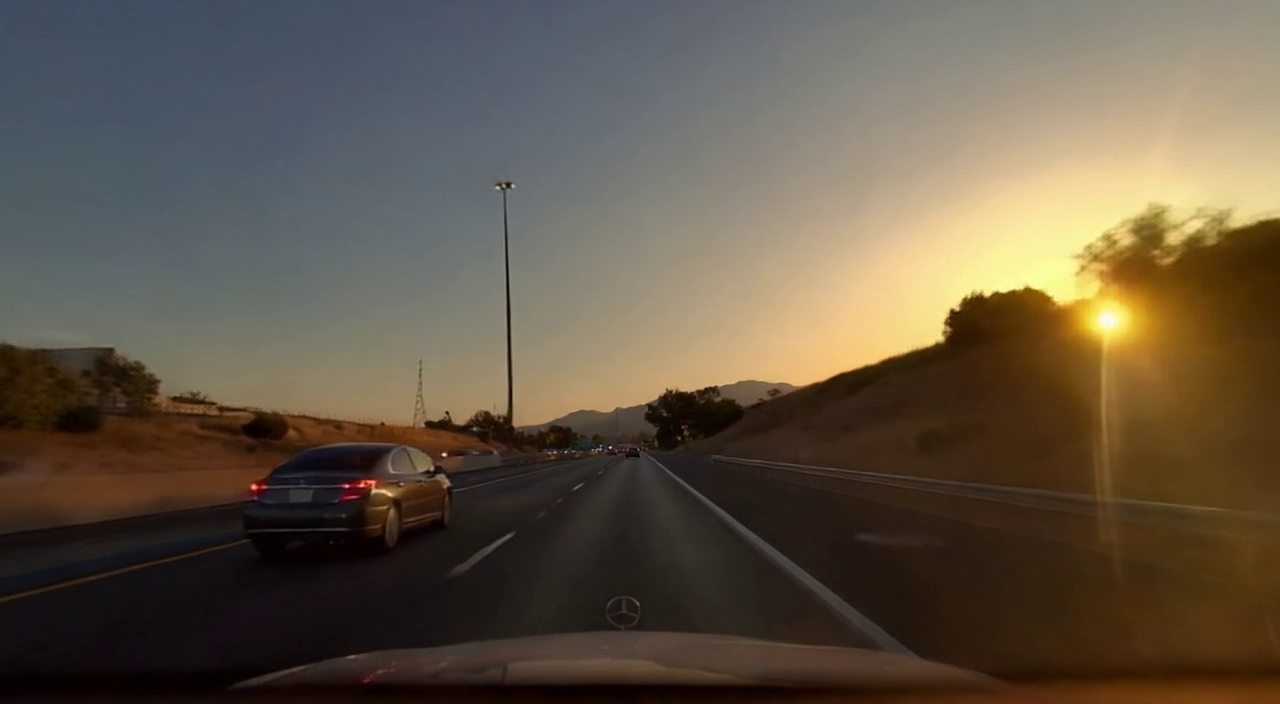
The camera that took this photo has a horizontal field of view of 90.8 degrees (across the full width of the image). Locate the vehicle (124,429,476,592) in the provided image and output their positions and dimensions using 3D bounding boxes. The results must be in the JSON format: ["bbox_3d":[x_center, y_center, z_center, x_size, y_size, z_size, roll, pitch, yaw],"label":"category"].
[{"bbox_3d":[-3.904,1.897,8.453,2.118,1.562,4.541,0,-9,1],"label":"vehicle"}]
